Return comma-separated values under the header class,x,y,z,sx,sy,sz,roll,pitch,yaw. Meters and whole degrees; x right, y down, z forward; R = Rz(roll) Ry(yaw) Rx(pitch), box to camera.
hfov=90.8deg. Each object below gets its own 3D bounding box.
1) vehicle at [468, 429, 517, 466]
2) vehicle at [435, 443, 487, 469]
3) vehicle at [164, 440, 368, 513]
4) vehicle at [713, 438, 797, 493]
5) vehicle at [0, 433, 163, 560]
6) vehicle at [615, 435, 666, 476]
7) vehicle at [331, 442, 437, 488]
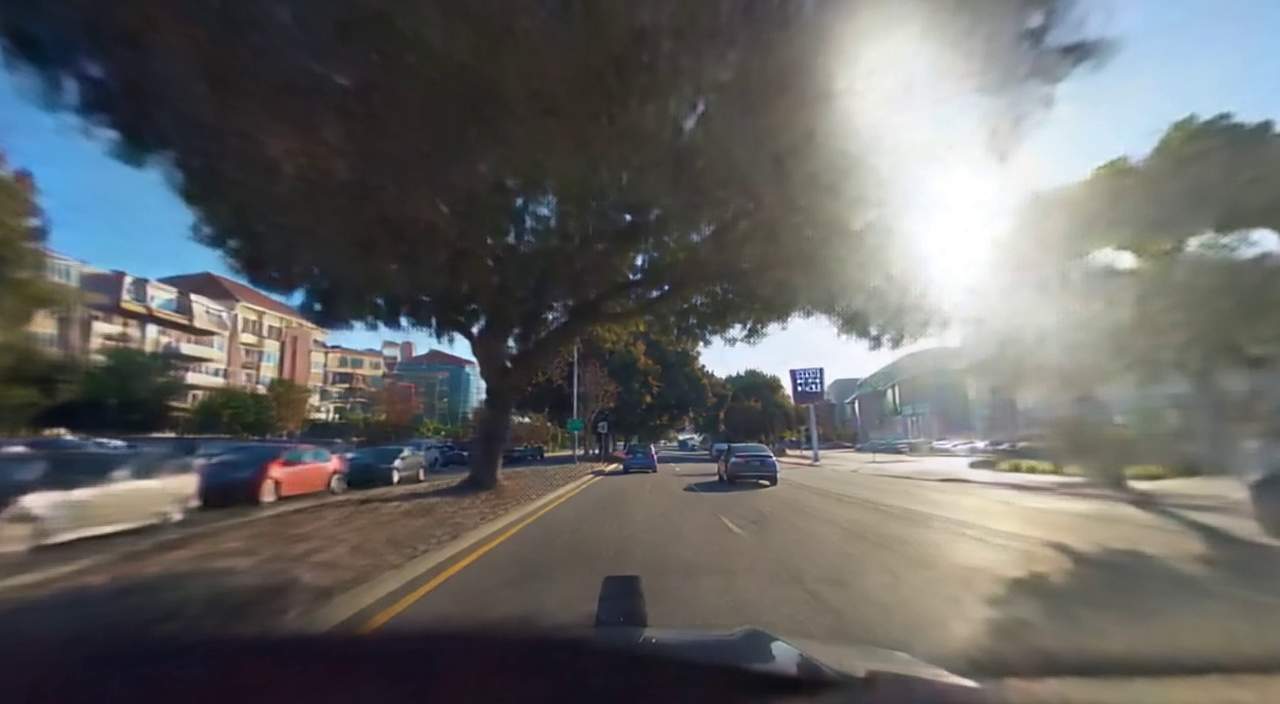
class,x,y,z,sx,sy,sz,roll,pitch,yaw
vehicle,-11.222,7.299,48.562,2.263,2.542,5.913,-2,-8,1
vehicle,-11.345,6.617,40.383,1.923,1.502,4.422,0,-9,1
vehicle,-8.434,2.815,14.861,2.007,1.443,4.447,0,-9,1
vehicle,3.426,3.457,19.576,1.852,1.498,3.825,0,-9,0
vehicle,-8.478,1.718,7.571,1.992,1.465,4.458,0,-9,0
vehicle,0.068,4.616,28.285,2.101,1.694,3.979,0,-9,2
vehicle,-8.908,3.960,22.444,1.850,1.447,4.436,0,-9,0
